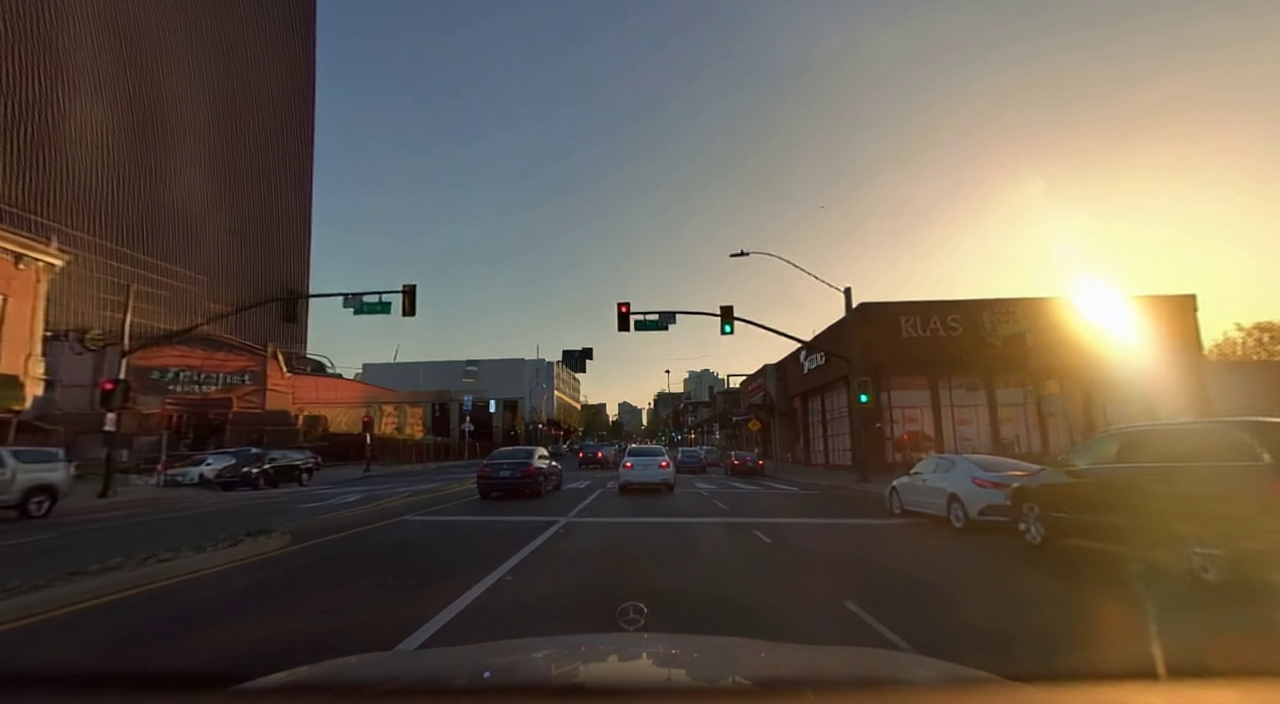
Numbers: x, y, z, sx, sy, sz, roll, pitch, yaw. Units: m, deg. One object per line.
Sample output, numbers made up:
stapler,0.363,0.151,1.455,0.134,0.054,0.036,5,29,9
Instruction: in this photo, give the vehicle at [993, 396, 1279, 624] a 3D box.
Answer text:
vehicle,6.488,1.552,6.851,2.289,1.867,5.322,0,-8,1

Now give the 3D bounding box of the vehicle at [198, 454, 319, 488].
vehicle,-18.873,5.847,31.248,5.163,1.510,2.174,-3,-9,17

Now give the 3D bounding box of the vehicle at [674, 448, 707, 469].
vehicle,3.672,7.862,46.685,2.047,1.463,4.514,0,-8,0

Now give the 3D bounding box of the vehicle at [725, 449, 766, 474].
vehicle,6.876,7.163,41.497,1.944,1.462,4.406,0,-8,0

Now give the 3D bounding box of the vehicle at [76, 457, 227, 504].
vehicle,-17.237,4.518,22.599,1.774,1.436,4.473,0,-8,1

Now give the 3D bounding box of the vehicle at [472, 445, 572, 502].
vehicle,-3.289,3.454,18.433,1.950,1.450,4.257,0,-8,2

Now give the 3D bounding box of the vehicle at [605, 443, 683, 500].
vehicle,0.117,3.449,18.654,2.037,1.484,4.073,0,-8,0

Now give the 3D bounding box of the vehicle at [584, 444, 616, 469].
vehicle,-2.894,7.635,46.138,2.007,1.736,4.185,0,-8,1
